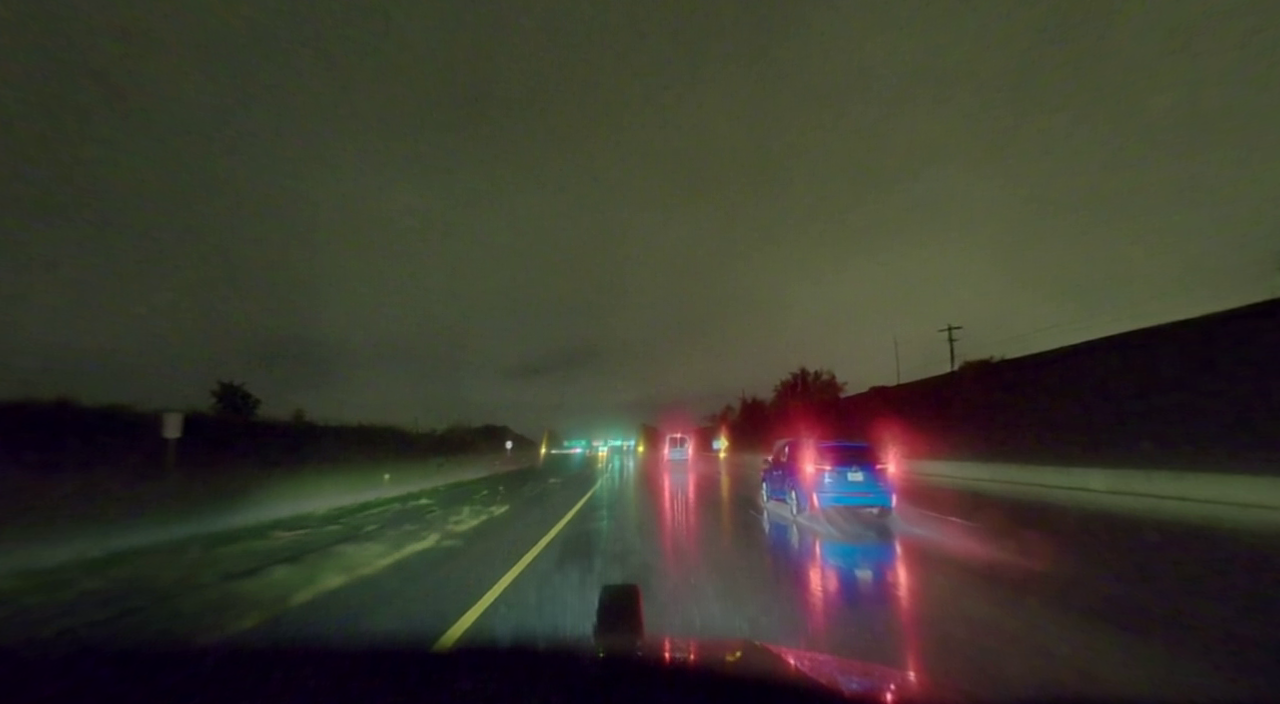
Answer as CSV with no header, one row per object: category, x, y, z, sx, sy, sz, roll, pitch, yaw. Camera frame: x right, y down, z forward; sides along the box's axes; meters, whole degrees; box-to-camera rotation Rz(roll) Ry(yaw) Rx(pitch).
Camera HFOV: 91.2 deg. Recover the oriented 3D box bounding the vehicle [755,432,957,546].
vehicle,3.495,2.297,11.170,2.002,1.604,4.265,0,-9,-1
